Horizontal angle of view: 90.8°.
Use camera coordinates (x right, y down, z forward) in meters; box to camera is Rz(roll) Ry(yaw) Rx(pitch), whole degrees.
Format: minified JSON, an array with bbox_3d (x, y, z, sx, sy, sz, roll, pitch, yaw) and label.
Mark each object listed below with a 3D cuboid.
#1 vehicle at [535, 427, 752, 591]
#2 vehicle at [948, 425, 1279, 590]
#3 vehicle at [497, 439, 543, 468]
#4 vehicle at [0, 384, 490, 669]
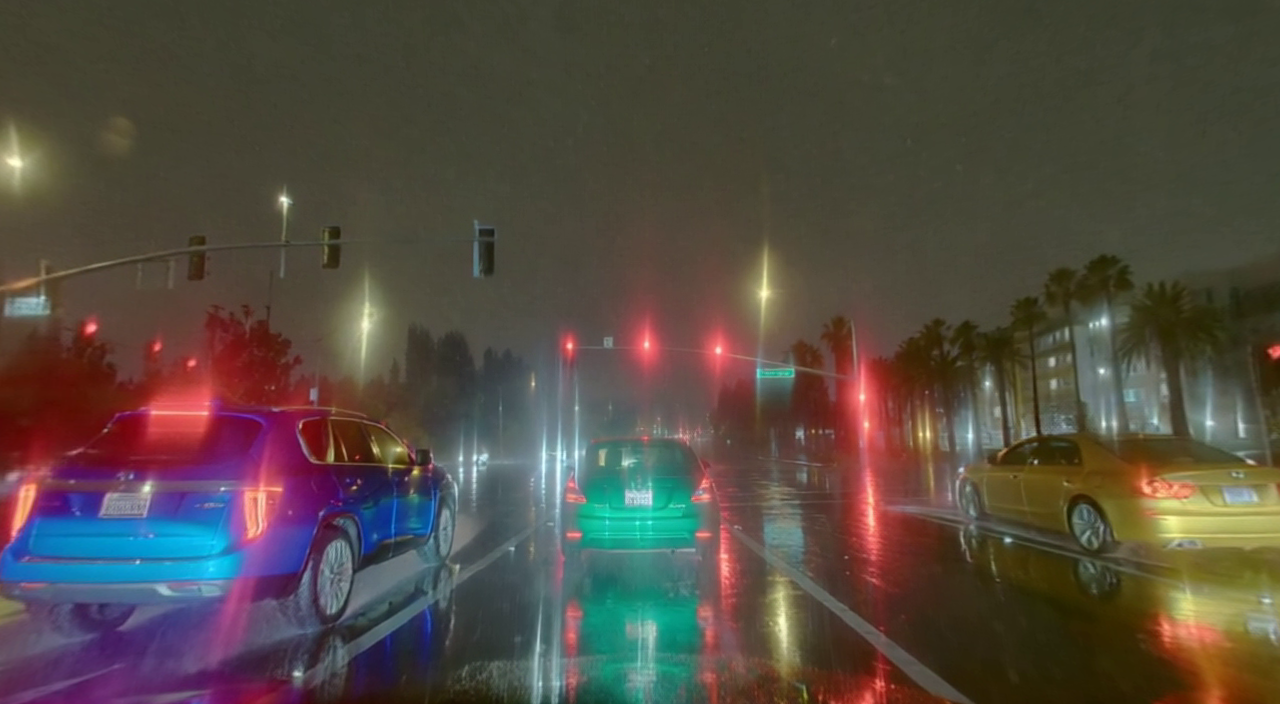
[{"bbox_3d":[0.000,1.705,7.722,1.942,1.445,3.973,0,-8,-1],"label":"vehicle"},{"bbox_3d":[6.090,1.760,8.095,1.970,1.489,4.482,0,-8,-1],"label":"vehicle"},{"bbox_3d":[-7.928,6.708,42.031,2.130,1.810,4.450,-2,-8,1],"label":"vehicle"},{"bbox_3d":[-3.100,1.369,6.084,2.051,1.682,4.467,0,-8,2],"label":"vehicle"}]
